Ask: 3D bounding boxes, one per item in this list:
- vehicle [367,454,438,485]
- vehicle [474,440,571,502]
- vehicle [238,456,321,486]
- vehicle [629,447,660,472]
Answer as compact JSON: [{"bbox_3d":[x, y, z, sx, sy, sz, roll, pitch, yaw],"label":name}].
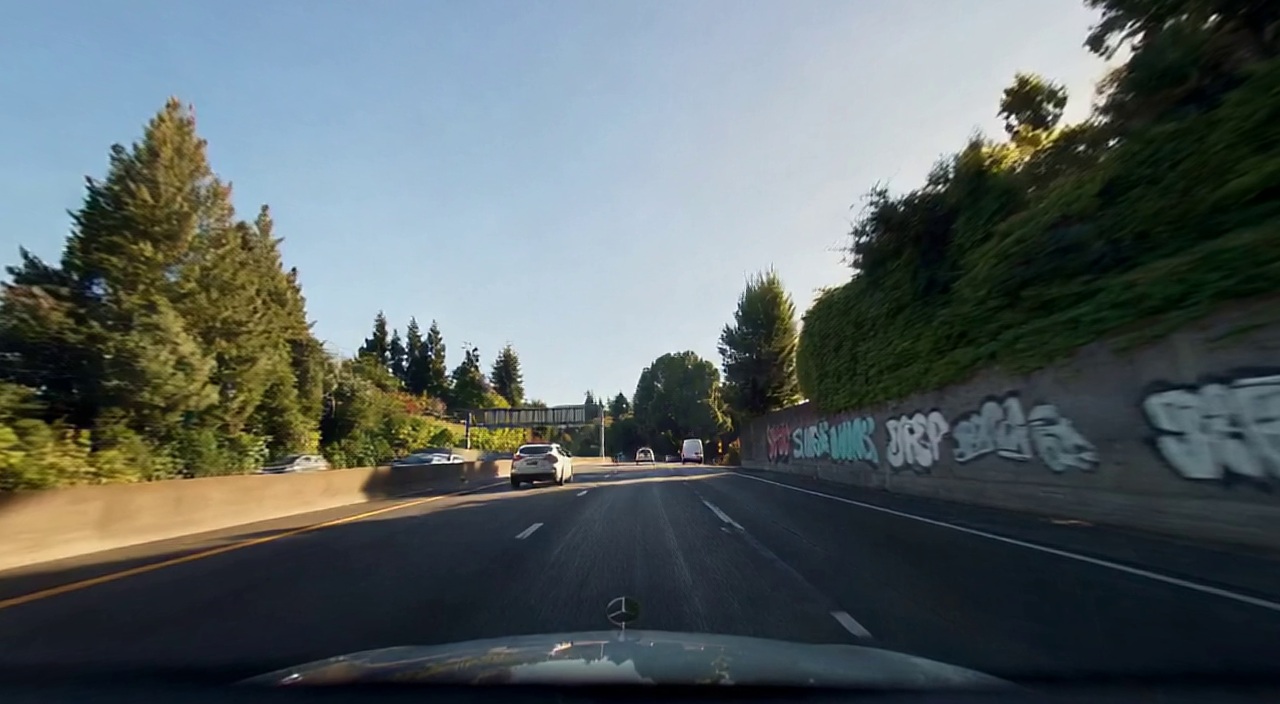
[{"bbox_3d":[-12.317,6.095,32.972,1.986,1.477,4.150,0,-9,1],"label":"vehicle"},{"bbox_3d":[-3.389,3.528,19.107,1.964,1.618,4.489,0,-9,1],"label":"vehicle"},{"bbox_3d":[-19.163,6.311,33.700,1.834,1.482,4.229,0,-9,2],"label":"vehicle"},{"bbox_3d":[0.334,7.403,43.541,2.108,1.663,3.159,0,-9,1],"label":"vehicle"}]
